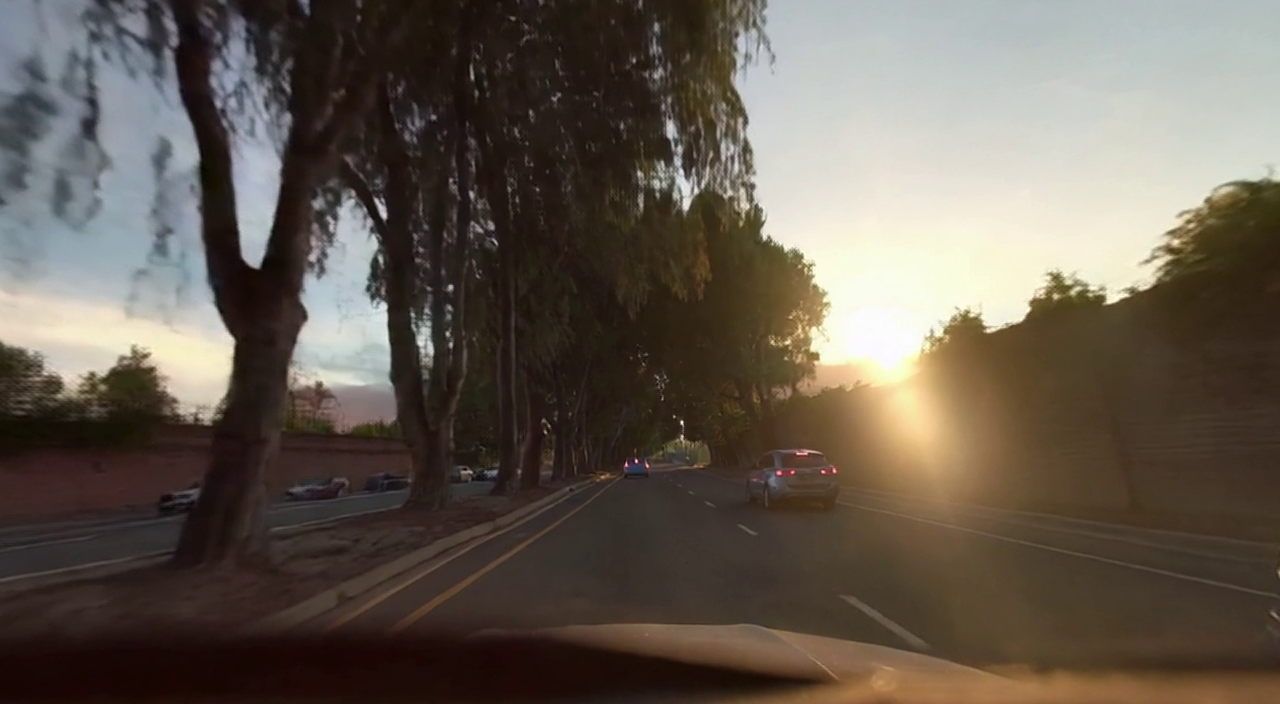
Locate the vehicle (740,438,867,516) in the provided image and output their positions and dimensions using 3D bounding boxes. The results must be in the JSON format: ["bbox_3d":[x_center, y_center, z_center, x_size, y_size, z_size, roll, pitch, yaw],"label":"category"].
[{"bbox_3d":[4.200,3.339,17.146,2.155,1.752,4.456,-2,-10,-1],"label":"vehicle"}]

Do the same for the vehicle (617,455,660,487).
[{"bbox_3d":[-0.108,7.143,37.987,2.391,1.739,3.837,-2,-10,-1],"label":"vehicle"}]
